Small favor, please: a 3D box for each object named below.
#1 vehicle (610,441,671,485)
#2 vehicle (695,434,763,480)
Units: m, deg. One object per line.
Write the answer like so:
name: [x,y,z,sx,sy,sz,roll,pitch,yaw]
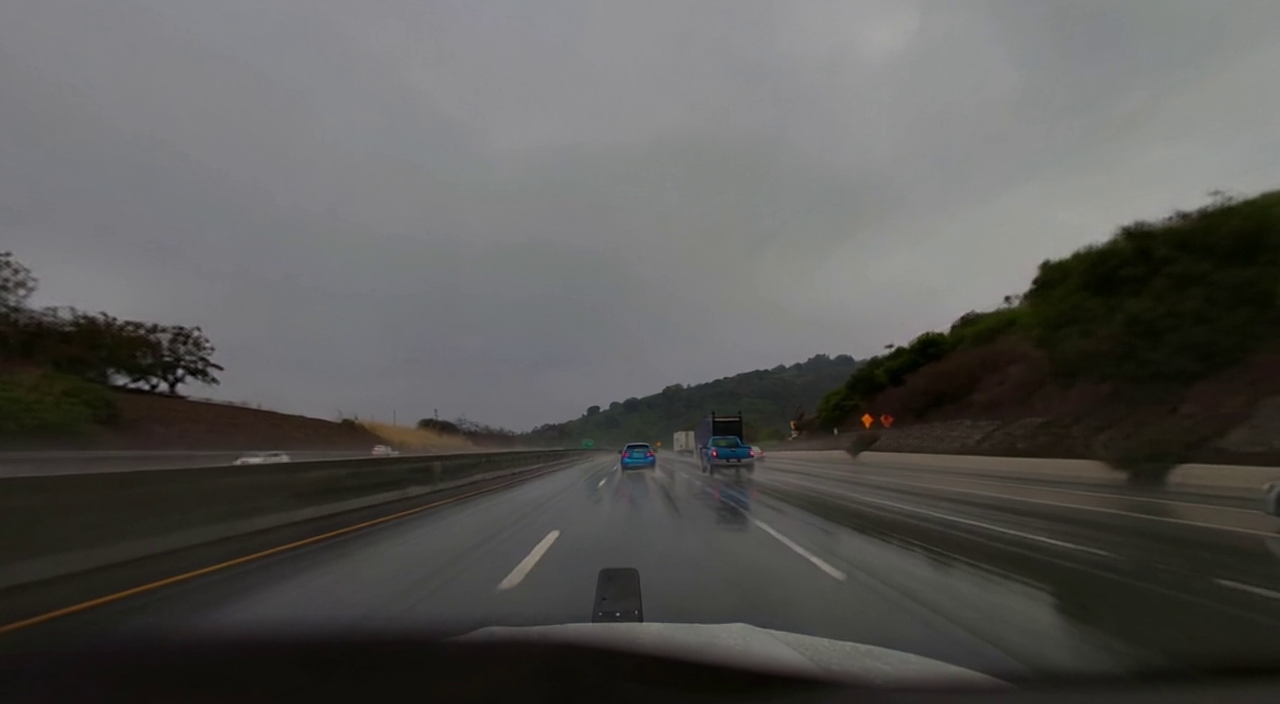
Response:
vehicle: [-0.038,4.123,23.763,2.083,1.477,3.965,0,-9,-2]
vehicle: [3.711,4.472,27.181,2.098,1.794,4.561,0,-9,-2]
